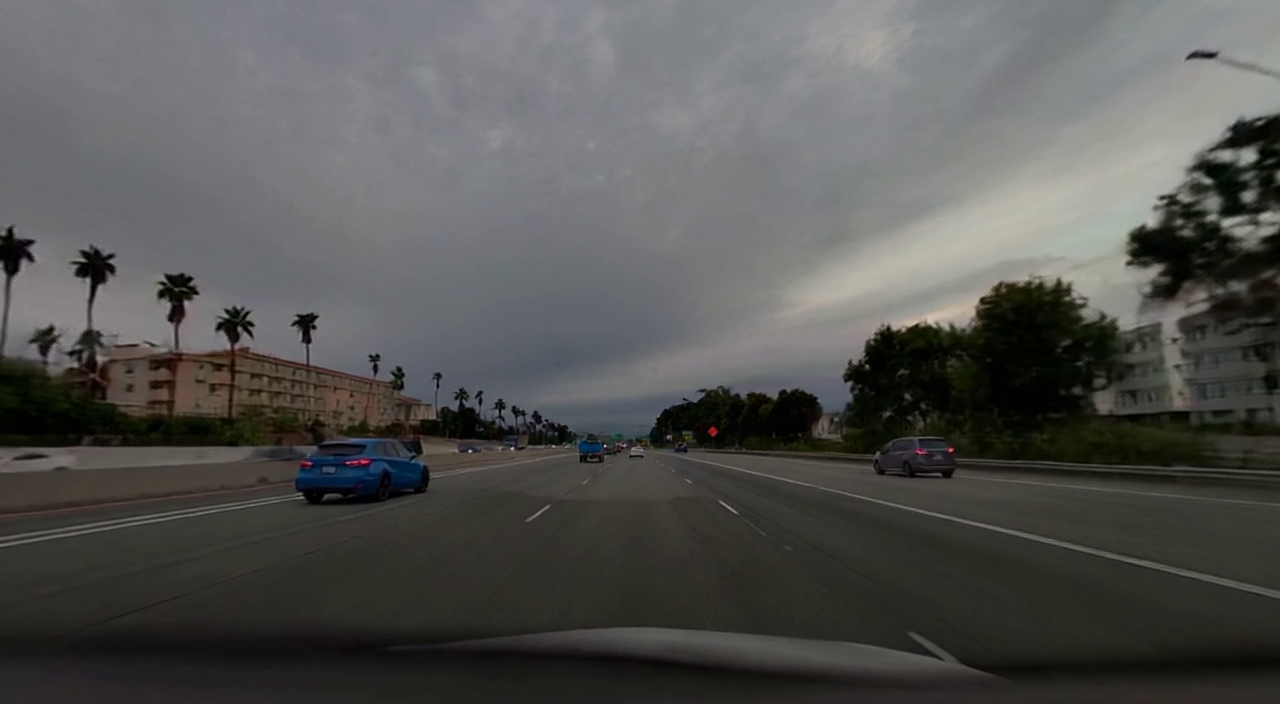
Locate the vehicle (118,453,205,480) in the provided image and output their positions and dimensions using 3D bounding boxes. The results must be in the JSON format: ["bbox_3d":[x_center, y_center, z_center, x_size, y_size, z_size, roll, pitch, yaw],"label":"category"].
[{"bbox_3d":[-27.988,6.691,37.124,1.778,1.432,4.199,0,-9,0],"label":"vehicle"}]

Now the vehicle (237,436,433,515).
[{"bbox_3d":[-6.659,2.752,14.609,2.018,1.480,4.999,0,-9,0],"label":"vehicle"}]

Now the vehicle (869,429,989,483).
[{"bbox_3d":[10.586,3.851,23.589,2.168,1.792,4.457,0,-9,-3],"label":"vehicle"}]
